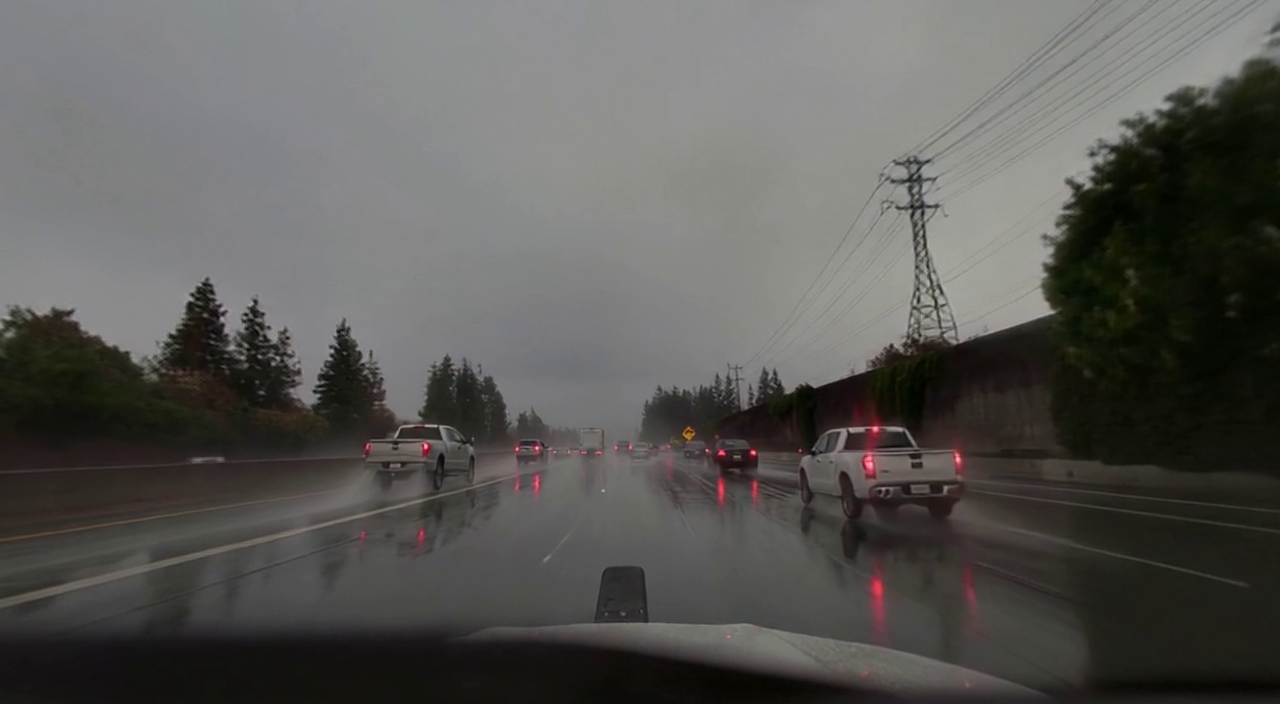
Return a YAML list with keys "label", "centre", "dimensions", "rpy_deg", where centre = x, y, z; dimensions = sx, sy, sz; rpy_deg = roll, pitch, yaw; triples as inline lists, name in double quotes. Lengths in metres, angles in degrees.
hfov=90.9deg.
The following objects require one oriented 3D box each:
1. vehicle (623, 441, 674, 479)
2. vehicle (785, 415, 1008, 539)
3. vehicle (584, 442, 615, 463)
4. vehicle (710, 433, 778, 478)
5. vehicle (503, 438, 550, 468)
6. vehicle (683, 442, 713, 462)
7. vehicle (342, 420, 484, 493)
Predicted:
- label: "vehicle"
  centre: [0.347, 4.476, 26.333]
  dimensions: [1.966, 1.444, 3.986]
  rpy_deg: [0, -9, 0]
- label: "vehicle"
  centre: [4.032, 2.042, 10.882]
  dimensions: [2.002, 1.691, 4.290]
  rpy_deg: [0, -9, 0]
- label: "vehicle"
  centre: [-2.937, 7.384, 46.421]
  dimensions: [1.904, 1.479, 4.274]
  rpy_deg: [0, -9, 1]
- label: "vehicle"
  centre: [4.450, 4.494, 27.694]
  dimensions: [2.195, 1.778, 4.455]
  rpy_deg: [0, -9, 0]
- label: "vehicle"
  centre: [-6.784, 6.048, 38.016]
  dimensions: [1.978, 1.680, 4.263]
  rpy_deg: [0, -9, 1]
- label: "vehicle"
  centre: [4.390, 7.614, 47.934]
  dimensions: [1.895, 1.429, 3.908]
  rpy_deg: [0, -9, 0]
- label: "vehicle"
  centre: [-6.821, 3.242, 19.867]
  dimensions: [2.269, 1.936, 5.777]
  rpy_deg: [0, -9, 0]
